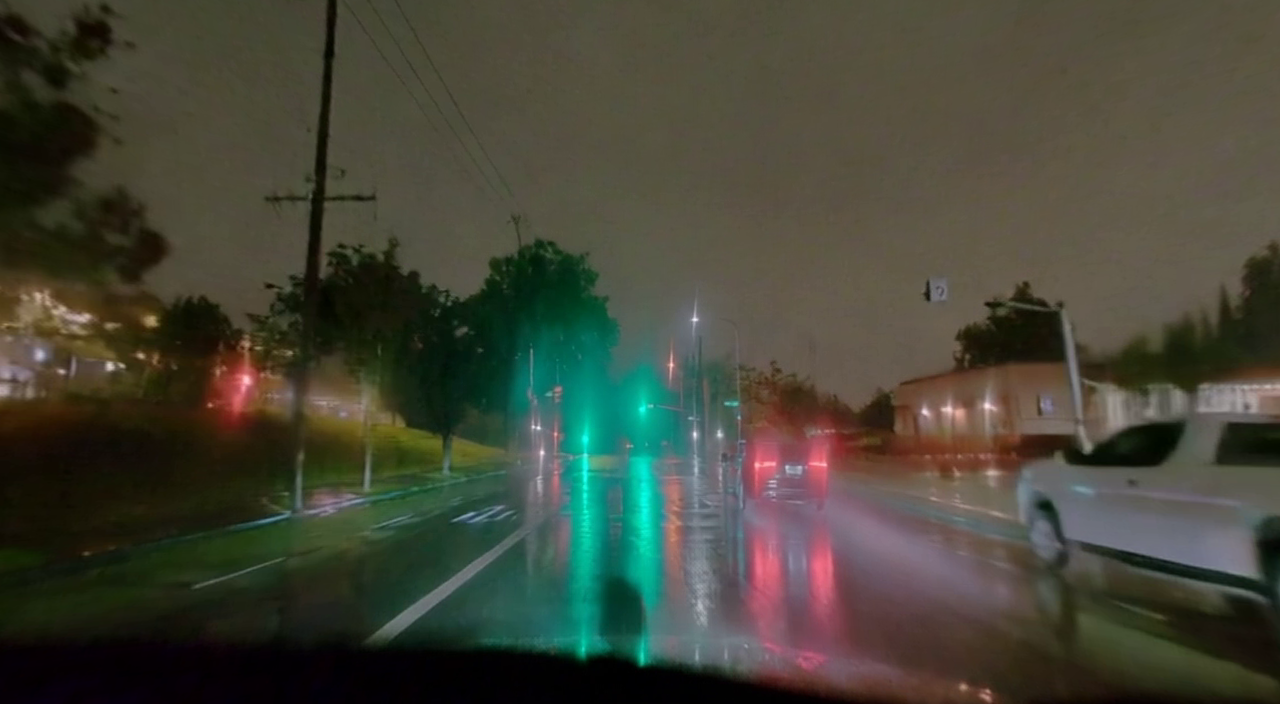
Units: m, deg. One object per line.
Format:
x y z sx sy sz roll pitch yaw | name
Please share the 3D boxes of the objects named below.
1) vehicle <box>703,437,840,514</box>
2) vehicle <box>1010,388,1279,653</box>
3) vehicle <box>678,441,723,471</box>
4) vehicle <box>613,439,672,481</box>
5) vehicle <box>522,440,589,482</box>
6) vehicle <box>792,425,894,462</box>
2.790 2.735 14.542 2.158 1.483 4.415 0 -8 0 | vehicle
5.645 1.369 5.262 2.277 1.850 4.717 4 -8 -1 | vehicle
3.140 5.487 33.520 1.943 1.484 4.030 0 -8 -1 | vehicle
0.082 4.226 24.959 2.101 1.467 4.210 0 -8 0 | vehicle
-3.280 4.317 25.288 2.012 1.505 4.205 0 -8 1 | vehicle
13.610 6.161 42.545 5.929 1.970 2.381 -5 -8 -2 | vehicle
